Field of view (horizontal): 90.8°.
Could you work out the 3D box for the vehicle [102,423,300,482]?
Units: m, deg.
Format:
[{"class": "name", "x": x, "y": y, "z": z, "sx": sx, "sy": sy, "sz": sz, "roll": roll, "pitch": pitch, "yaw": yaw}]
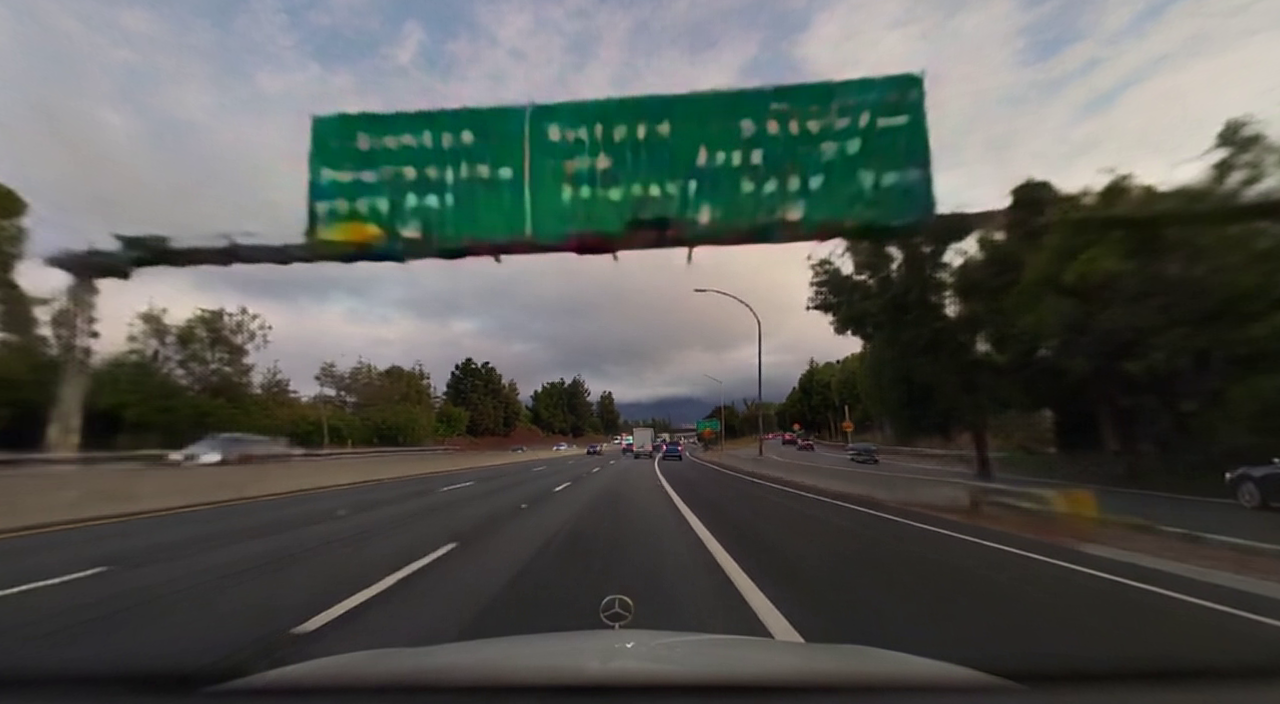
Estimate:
[{"class": "vehicle", "x": -16.080, "y": 3.756, "z": 23.872, "sx": 2.750, "sy": 1.890, "sz": 6.452, "roll": 0, "pitch": -9, "yaw": 2}]
